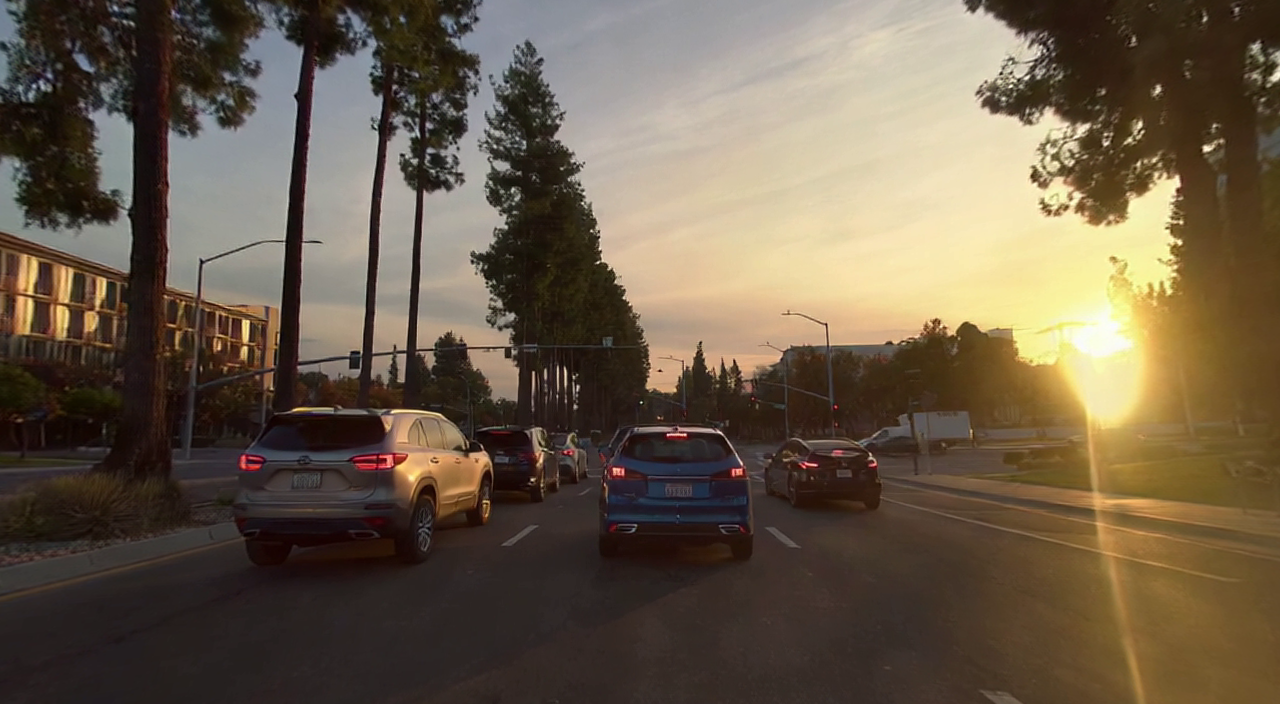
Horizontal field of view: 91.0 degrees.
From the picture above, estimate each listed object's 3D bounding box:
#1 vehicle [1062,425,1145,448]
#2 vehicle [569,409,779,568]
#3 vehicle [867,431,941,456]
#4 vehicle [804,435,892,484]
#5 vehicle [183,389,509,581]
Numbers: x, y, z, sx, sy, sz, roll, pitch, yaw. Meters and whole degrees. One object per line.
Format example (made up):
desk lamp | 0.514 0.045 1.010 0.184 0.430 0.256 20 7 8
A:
vehicle | 33.753 6.210 45.968 4.632 1.580 1.801 -5 -10 31
vehicle | 0.382 1.747 8.772 2.189 1.649 4.171 0 -8 1
vehicle | 18.714 6.497 44.708 4.629 1.687 1.824 -4 -9 24
vehicle | 7.434 3.859 22.942 2.067 1.599 4.251 -1 -8 5
vehicle | -3.256 1.589 8.237 2.085 1.812 4.388 0 -8 1
